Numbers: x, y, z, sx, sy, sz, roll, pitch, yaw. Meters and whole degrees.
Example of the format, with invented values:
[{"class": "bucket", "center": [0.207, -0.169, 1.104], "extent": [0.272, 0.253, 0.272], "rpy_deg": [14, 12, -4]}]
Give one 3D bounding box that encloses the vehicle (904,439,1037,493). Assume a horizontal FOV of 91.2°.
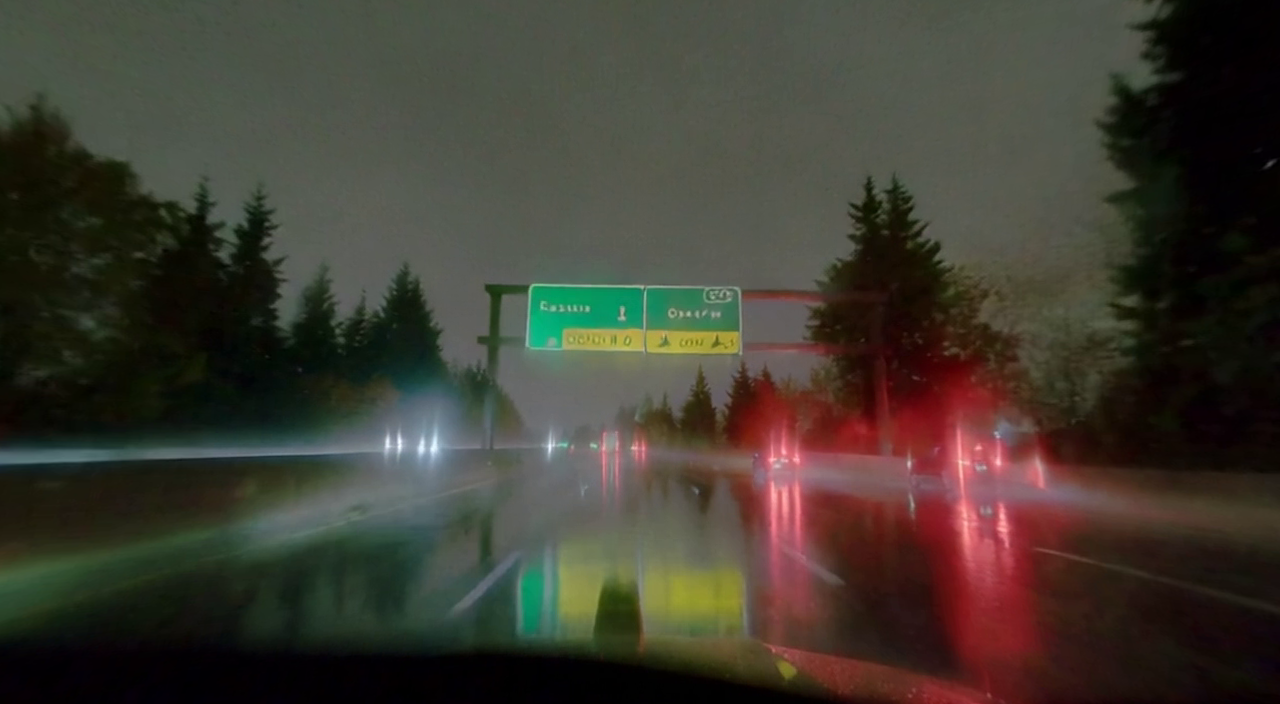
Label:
[{"class": "vehicle", "center": [9.833, 3.409, 19.022], "extent": [1.853, 1.463, 3.780], "rpy_deg": [0, -9, -2]}]
